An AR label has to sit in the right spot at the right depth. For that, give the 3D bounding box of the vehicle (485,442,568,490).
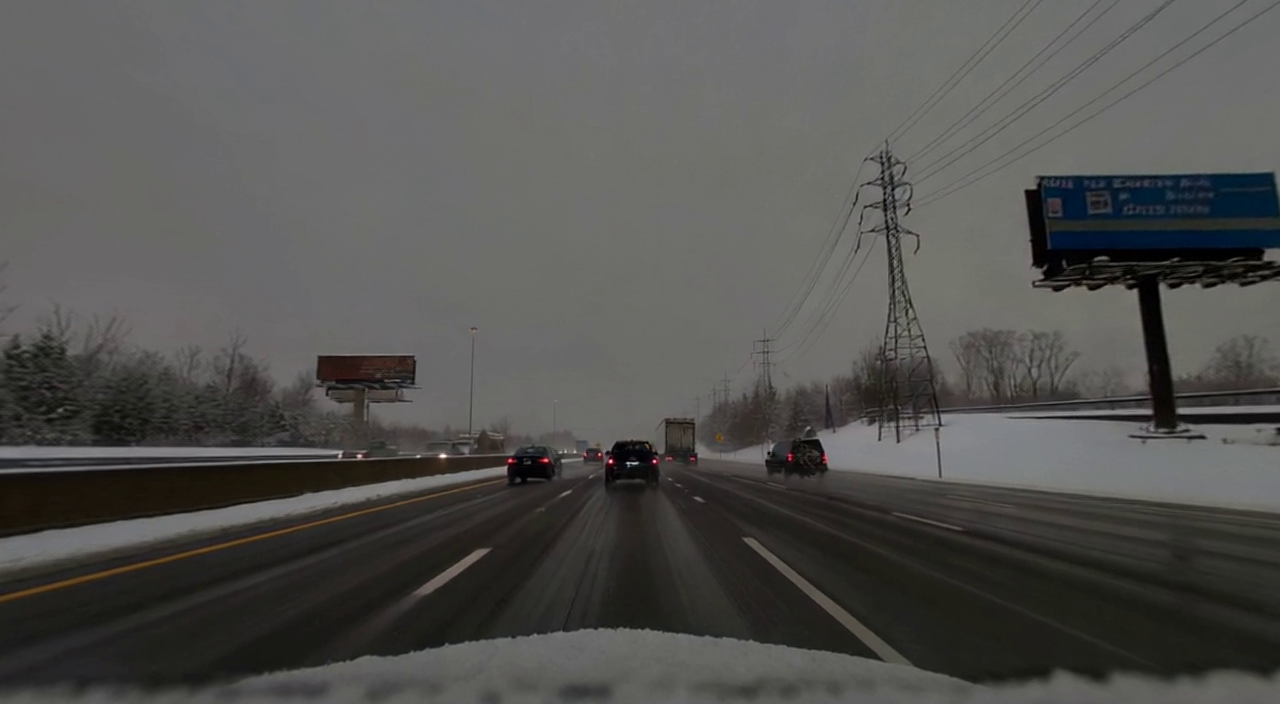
[{"bbox_3d":[-3.836,3.967,22.291,2.025,1.498,4.675,0,-9,1],"label":"vehicle"}]

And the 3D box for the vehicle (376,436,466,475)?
[{"bbox_3d":[-10.534,5.056,30.974,2.244,1.729,5.864,0,-9,1],"label":"vehicle"}]

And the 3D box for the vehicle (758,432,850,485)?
[{"bbox_3d":[6.787,4.498,26.932,2.302,1.973,5.502,0,-9,-1],"label":"vehicle"}]

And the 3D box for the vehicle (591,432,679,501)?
[{"bbox_3d":[-0.161,3.163,17.741,2.191,1.685,4.015,0,-9,-1],"label":"vehicle"}]

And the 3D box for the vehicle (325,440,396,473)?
[{"bbox_3d":[-17.886,6.685,40.739,2.154,1.967,5.297,0,-9,0],"label":"vehicle"}]
